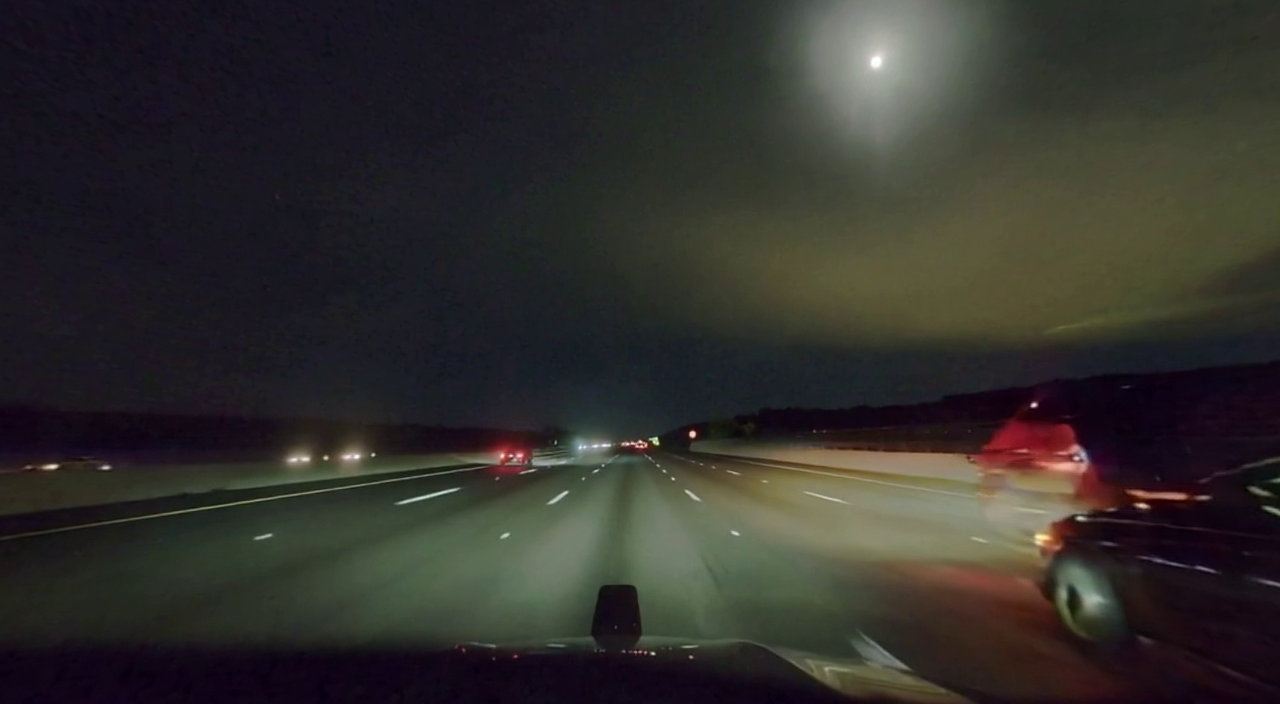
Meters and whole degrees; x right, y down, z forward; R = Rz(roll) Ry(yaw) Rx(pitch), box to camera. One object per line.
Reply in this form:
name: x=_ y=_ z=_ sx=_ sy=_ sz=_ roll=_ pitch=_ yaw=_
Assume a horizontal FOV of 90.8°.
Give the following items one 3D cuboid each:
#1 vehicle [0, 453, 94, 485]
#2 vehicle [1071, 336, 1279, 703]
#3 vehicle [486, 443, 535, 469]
vehicle: x=-39.182 y=7.557 z=41.080 sx=2.079 sy=1.830 sz=5.811 roll=0 pitch=-8 yaw=0
vehicle: x=3.637 y=0.620 z=1.382 sx=2.103 sy=1.694 sz=4.628 roll=0 pitch=-8 yaw=0
vehicle: x=-8.063 y=6.532 z=39.863 sx=2.005 sy=1.545 sz=4.874 roll=0 pitch=-8 yaw=0
